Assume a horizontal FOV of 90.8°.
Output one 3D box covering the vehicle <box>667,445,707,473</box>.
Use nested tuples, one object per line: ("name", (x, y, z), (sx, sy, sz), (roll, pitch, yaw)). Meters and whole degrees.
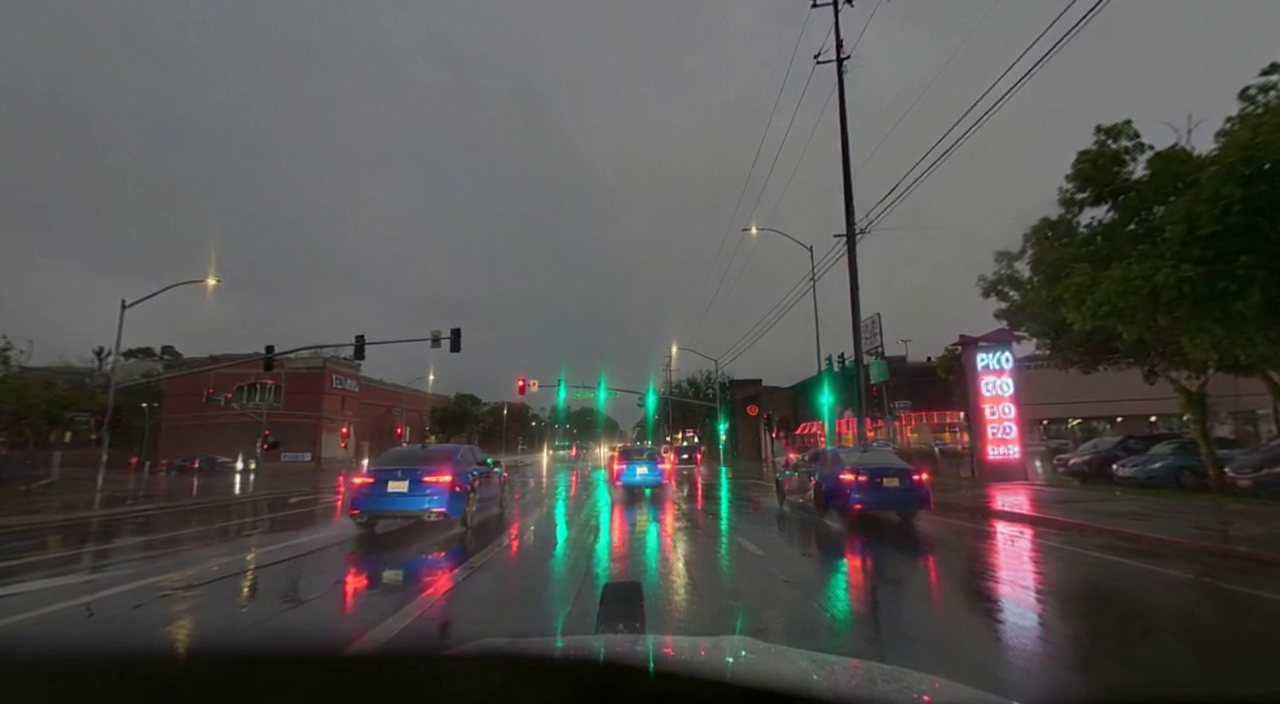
("vehicle", (2.898, 6.687, 39.776), (1.986, 1.660, 4.006), (0, -9, -2))

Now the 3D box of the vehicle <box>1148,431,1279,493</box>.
("vehicle", (16.469, 2.820, 16.458), (4.802, 1.480, 2.126), (1, -9, -6))

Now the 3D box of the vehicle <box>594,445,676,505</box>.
("vehicle", (-0.200, 3.421, 18.076), (2.072, 1.473, 4.139), (0, -9, -2))

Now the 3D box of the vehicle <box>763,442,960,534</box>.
("vehicle", (4.144, 2.616, 12.914), (2.119, 1.479, 4.910), (0, -9, -2))

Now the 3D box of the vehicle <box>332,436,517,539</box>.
("vehicle", (-3.821, 2.468, 12.256), (2.035, 1.564, 4.702), (0, -9, -1))

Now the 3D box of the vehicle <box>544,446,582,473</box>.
("vehicle", (-4.769, 6.736, 39.802), (1.932, 1.606, 4.157), (0, -9, -1))
